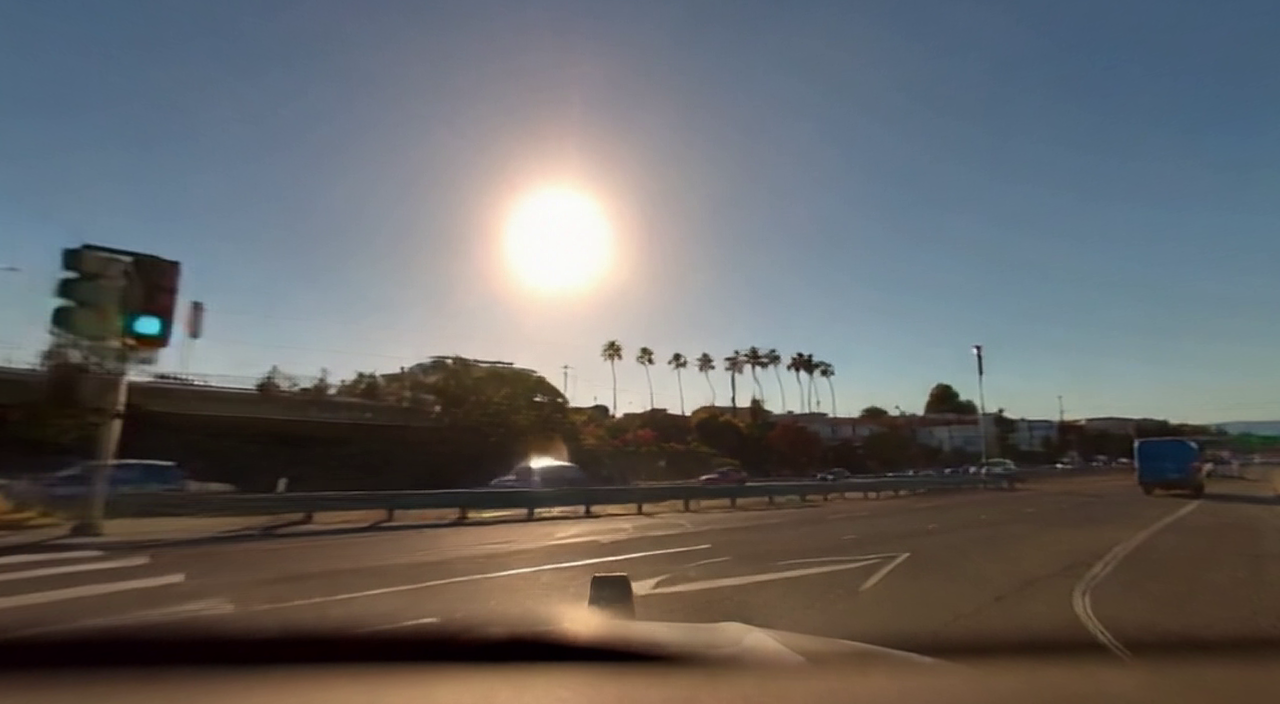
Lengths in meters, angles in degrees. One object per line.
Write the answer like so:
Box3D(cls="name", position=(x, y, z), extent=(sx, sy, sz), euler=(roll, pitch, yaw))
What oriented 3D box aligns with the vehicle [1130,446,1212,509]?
Box3D(cls="vehicle", position=(27.889, 6.511, 33.130), extent=(4.180, 3.020, 2.606), euler=(11, -14, -44))
